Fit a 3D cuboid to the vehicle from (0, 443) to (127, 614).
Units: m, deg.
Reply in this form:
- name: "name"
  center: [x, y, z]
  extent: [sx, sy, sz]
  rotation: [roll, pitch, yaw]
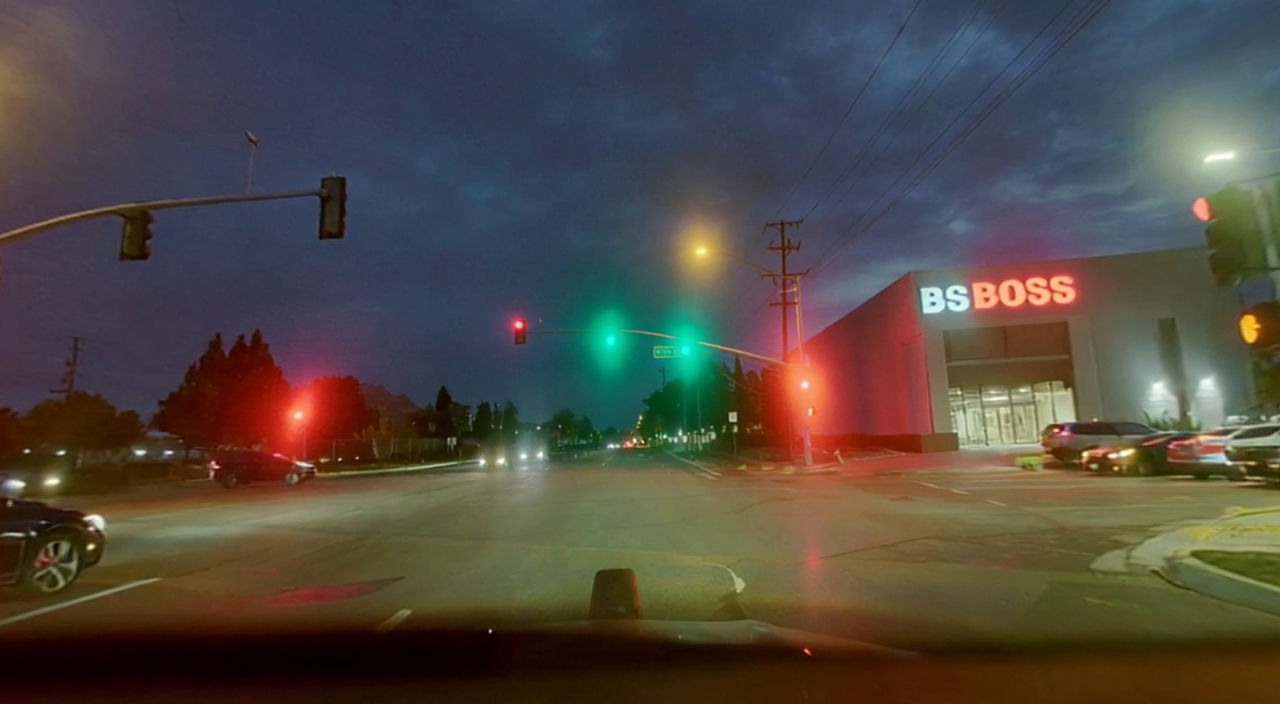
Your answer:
- name: "vehicle"
  center: [-6.425, 1.401, 4.623]
  extent: [1.928, 1.451, 4.219]
  rotation: [0, -9, -3]

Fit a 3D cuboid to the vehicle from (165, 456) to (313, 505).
- name: "vehicle"
  center: [-15.113, 4.827, 24.036]
  extent: [4.298, 1.466, 1.921]
  rotation: [-2, -8, -7]
